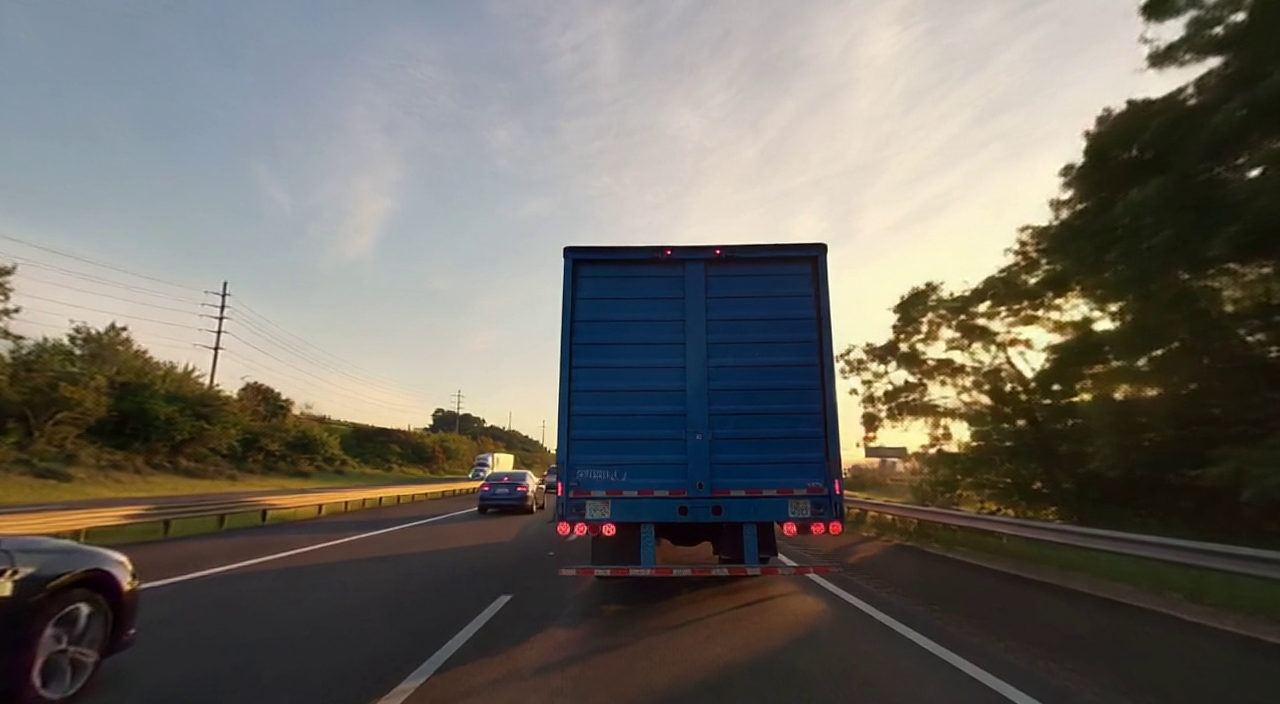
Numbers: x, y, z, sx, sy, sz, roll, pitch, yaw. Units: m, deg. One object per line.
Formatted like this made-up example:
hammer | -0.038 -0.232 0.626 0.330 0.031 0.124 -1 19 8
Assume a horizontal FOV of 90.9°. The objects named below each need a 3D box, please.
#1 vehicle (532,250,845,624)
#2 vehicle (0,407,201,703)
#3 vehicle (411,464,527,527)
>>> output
vehicle | 0.596 1.506 10.299 2.831 3.529 8.689 0 -11 2
vehicle | -3.965 0.813 1.668 1.983 1.575 4.973 1 -11 0
vehicle | -4.507 3.864 17.361 1.891 1.469 4.431 1 -11 0
